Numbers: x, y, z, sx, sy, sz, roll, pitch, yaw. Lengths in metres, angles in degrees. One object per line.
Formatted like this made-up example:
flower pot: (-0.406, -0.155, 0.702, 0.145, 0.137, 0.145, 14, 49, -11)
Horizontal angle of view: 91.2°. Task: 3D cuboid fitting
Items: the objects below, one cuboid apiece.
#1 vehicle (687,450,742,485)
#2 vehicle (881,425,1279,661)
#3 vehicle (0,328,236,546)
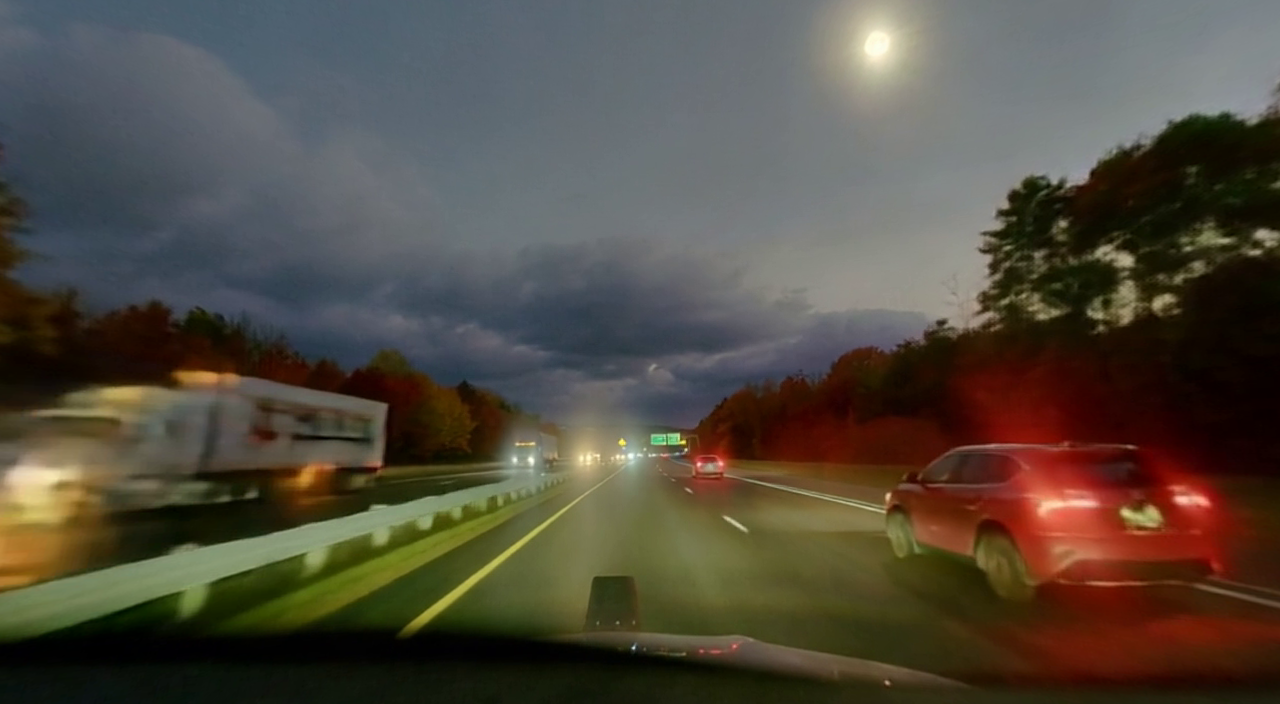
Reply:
vehicle: (3.501, 5.518, 30.261, 2.070, 1.546, 4.648, 0, -9, 0)
vehicle: (4.385, 1.607, 6.371, 2.119, 1.557, 4.163, 0, -9, -1)
vehicle: (-13.335, 2.000, 14.788, 3.253, 4.062, 6.069, 0, -9, 1)
